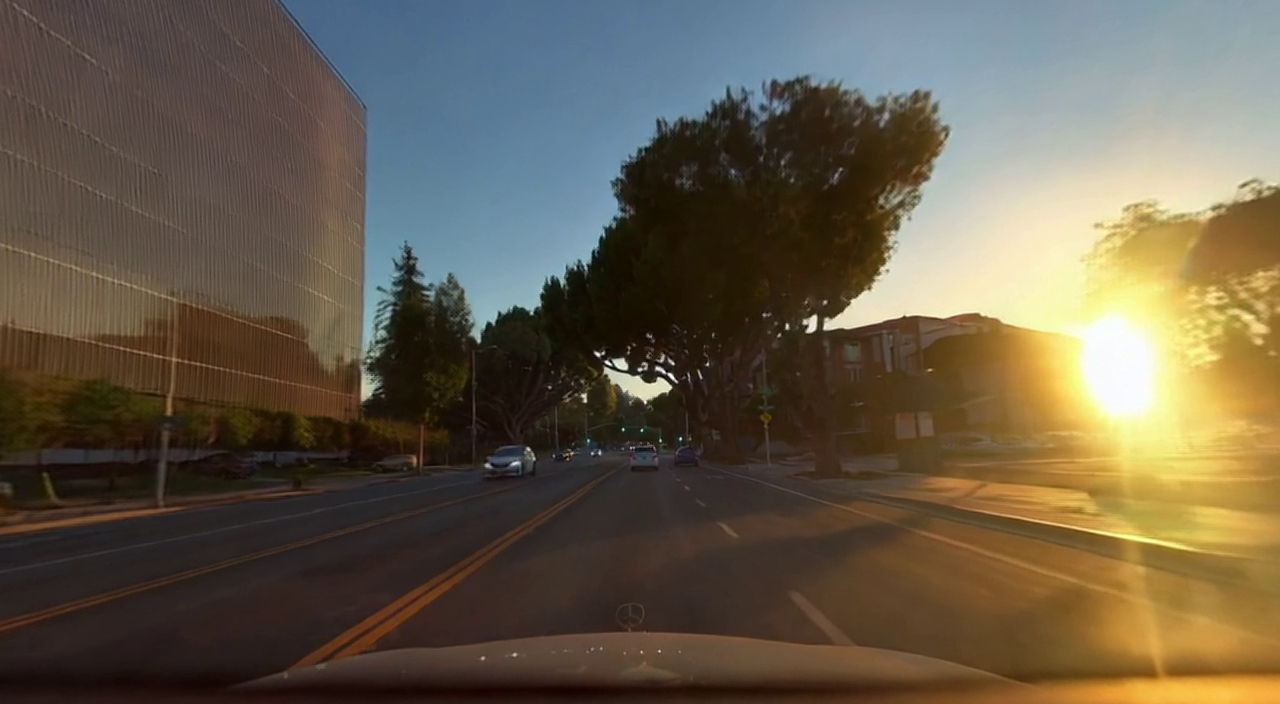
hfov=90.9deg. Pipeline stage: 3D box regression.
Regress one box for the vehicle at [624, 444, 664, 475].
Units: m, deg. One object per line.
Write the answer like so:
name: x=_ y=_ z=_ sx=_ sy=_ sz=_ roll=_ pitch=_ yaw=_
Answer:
vehicle: x=0.249 y=6.008 z=35.454 sx=2.109 sy=1.612 sz=3.963 roll=0 pitch=-9 yaw=1

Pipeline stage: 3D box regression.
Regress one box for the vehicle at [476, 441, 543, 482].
vehicle: x=-6.245 y=5.310 z=30.785 sx=2.247 sy=1.825 sz=4.618 roll=0 pitch=-9 yaw=1

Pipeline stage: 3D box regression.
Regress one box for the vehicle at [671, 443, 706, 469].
vehicle: x=3.565 y=7.716 z=46.928 sx=2.189 sy=1.766 sz=4.495 roll=0 pitch=-9 yaw=0

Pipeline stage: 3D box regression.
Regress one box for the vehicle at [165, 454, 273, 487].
vehicle: x=-22.381 y=6.282 z=33.626 sx=4.330 sy=1.656 sz=2.001 roll=-1 pitch=-9 yaw=3
